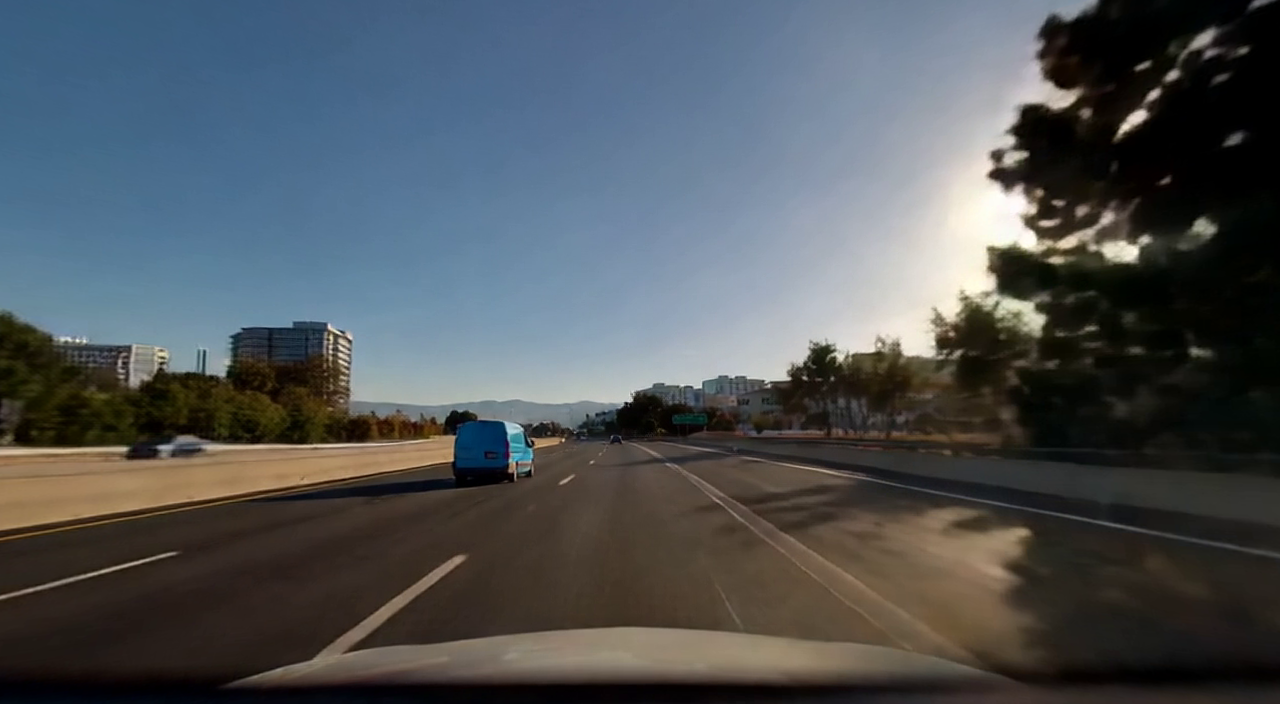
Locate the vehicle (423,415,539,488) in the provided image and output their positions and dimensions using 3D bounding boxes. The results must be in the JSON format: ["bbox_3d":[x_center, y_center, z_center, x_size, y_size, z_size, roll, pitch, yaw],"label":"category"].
[{"bbox_3d":[-4.423,2.827,18.376,2.219,1.827,4.738,0,-7,-1],"label":"vehicle"}]

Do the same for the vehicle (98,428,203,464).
[{"bbox_3d":[-23.949,4.589,31.070,1.923,1.658,4.312,0,-7,-4],"label":"vehicle"}]
